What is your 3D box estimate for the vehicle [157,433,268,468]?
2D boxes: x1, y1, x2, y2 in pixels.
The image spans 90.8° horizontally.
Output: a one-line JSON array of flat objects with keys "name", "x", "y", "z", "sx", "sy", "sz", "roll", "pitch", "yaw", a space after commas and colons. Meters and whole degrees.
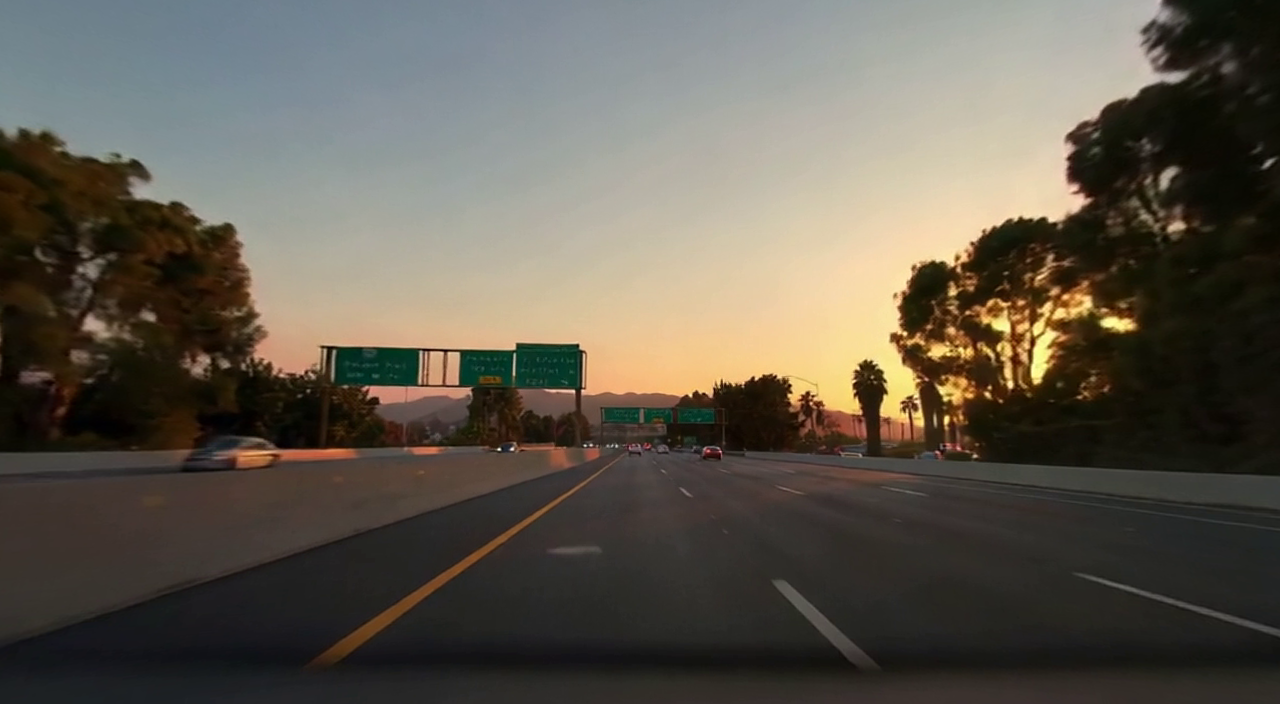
[{"name": "vehicle", "x": -19.475, "y": 4.535, "z": 29.082, "sx": 1.920, "sy": 1.478, "sz": 4.587, "roll": 0, "pitch": -9, "yaw": 0}]
